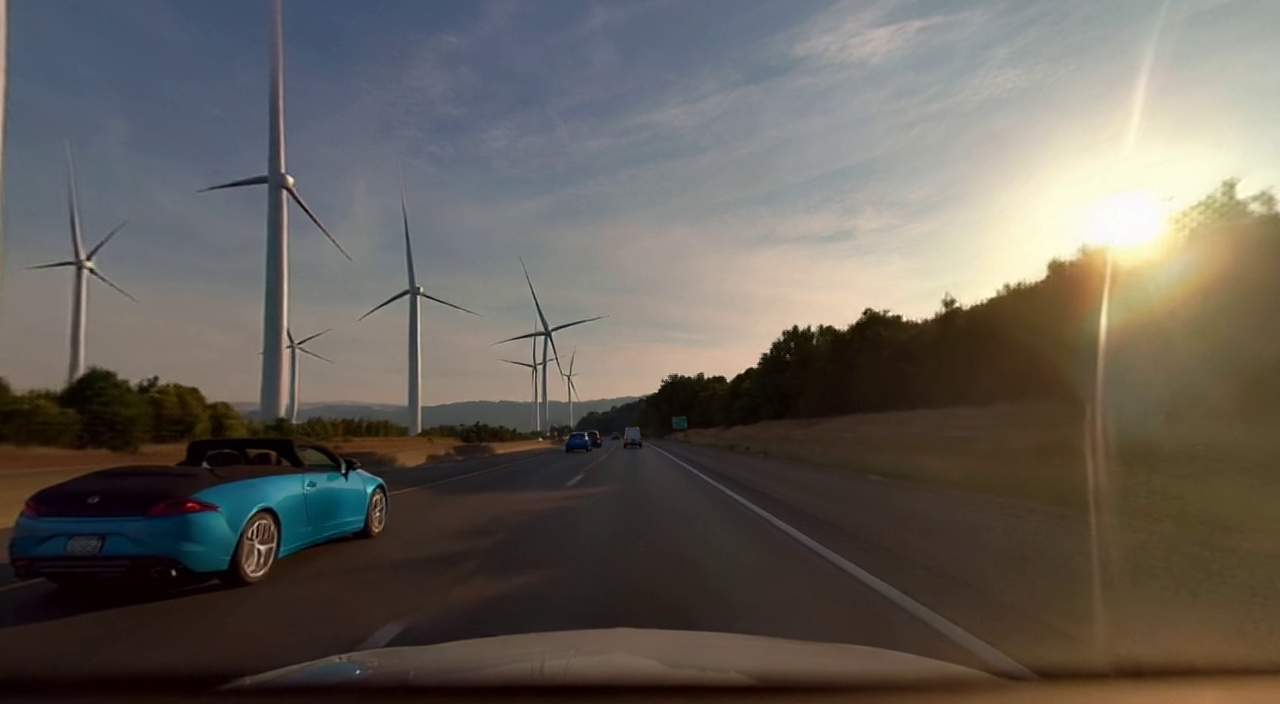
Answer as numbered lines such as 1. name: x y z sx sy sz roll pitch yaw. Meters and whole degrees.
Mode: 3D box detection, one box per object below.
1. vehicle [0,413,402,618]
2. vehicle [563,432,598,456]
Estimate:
1. vehicle: -4.253 1.420 6.522 1.969 1.413 4.194 0 -8 -1
2. vehicle: -3.779 5.934 40.842 2.024 1.456 3.754 0 -8 -2
